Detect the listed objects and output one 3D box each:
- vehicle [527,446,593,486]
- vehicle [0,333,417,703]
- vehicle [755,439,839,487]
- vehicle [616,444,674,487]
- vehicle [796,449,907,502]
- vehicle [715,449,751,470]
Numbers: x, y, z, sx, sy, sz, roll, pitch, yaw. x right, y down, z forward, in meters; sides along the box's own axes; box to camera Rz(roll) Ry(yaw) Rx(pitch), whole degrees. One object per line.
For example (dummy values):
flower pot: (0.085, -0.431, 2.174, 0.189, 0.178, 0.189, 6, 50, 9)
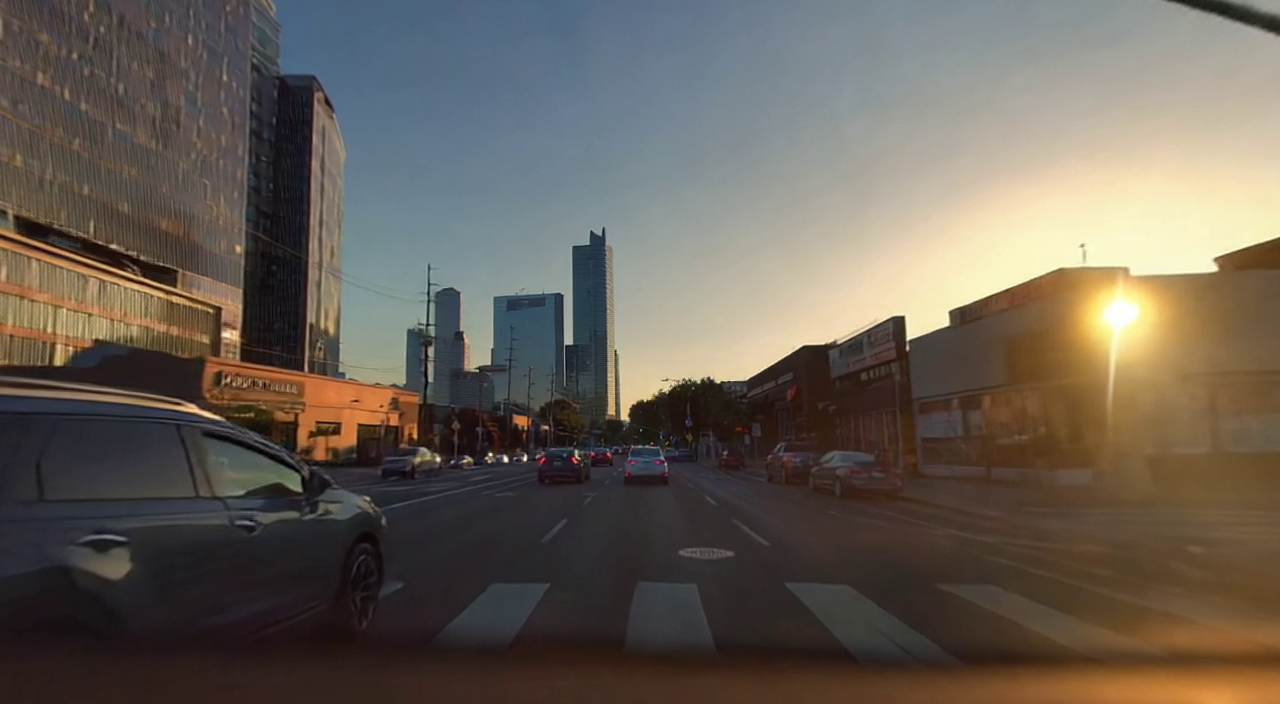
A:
vehicle: (-3.095, 4.477, 25.141, 1.950, 1.450, 4.257, 0, -9, 2)
vehicle: (-2.926, 0.939, 2.978, 2.049, 1.646, 4.445, 0, -9, 1)
vehicle: (6.539, 4.675, 26.872, 2.159, 1.817, 5.056, 0, -9, -1)
vehicle: (0.196, 4.278, 24.036, 2.037, 1.484, 4.073, 0, -9, 0)
vehicle: (6.457, 3.794, 19.835, 1.944, 1.462, 4.406, 0, -9, 0)
vehicle: (6.949, 8.103, 47.609, 2.014, 1.495, 4.562, 0, -9, -1)
